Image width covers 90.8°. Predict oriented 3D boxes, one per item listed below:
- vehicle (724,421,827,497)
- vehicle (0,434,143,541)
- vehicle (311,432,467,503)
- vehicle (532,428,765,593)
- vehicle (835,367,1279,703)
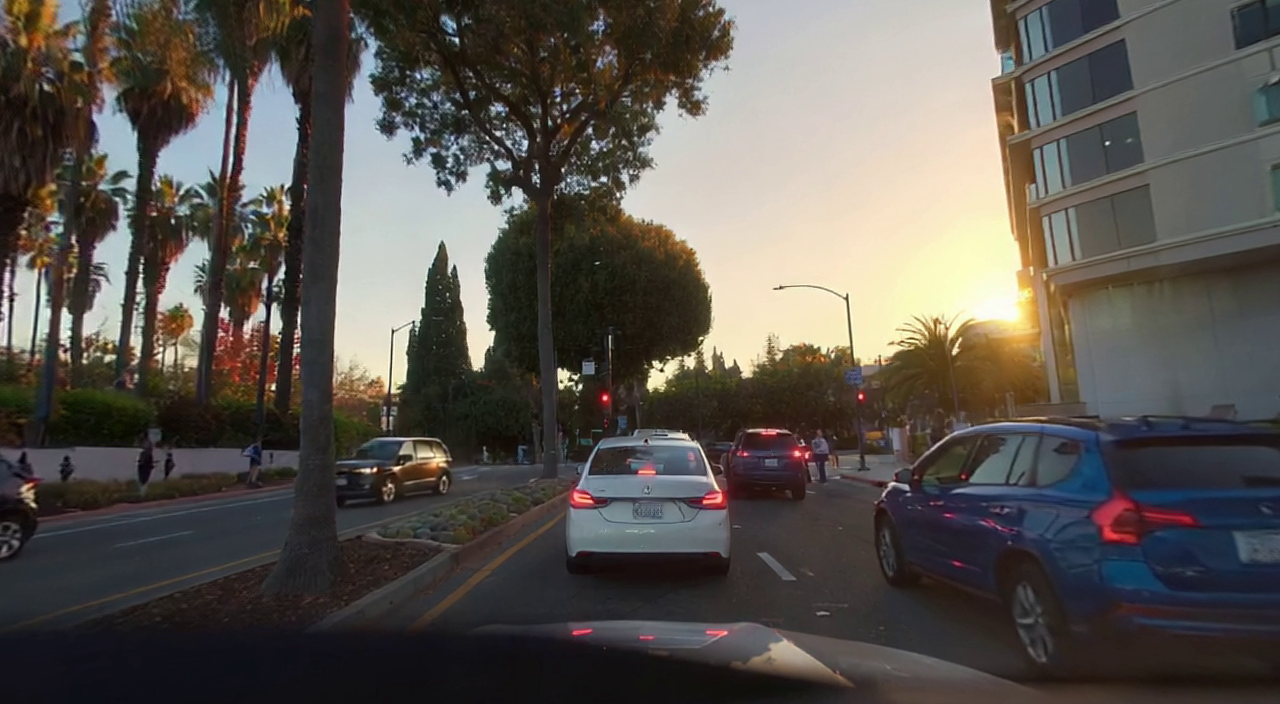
[{"bbox_3d":[3.729,3.041,18.327,2.226,1.897,4.765,-1,-8,4],"label":"vehicle"},{"bbox_3d":[-13.061,2.719,12.296,2.240,1.964,5.707,-6,-8,0],"label":"vehicle"},{"bbox_3d":[-6.768,3.148,17.669,2.053,1.693,4.198,-2,-9,11],"label":"vehicle"},{"bbox_3d":[0.119,1.721,7.719,2.088,1.452,3.993,0,-8,1],"label":"vehicle"},{"bbox_3d":[3.282,1.248,5.182,2.003,1.733,4.319,0,-8,1],"label":"vehicle"}]
